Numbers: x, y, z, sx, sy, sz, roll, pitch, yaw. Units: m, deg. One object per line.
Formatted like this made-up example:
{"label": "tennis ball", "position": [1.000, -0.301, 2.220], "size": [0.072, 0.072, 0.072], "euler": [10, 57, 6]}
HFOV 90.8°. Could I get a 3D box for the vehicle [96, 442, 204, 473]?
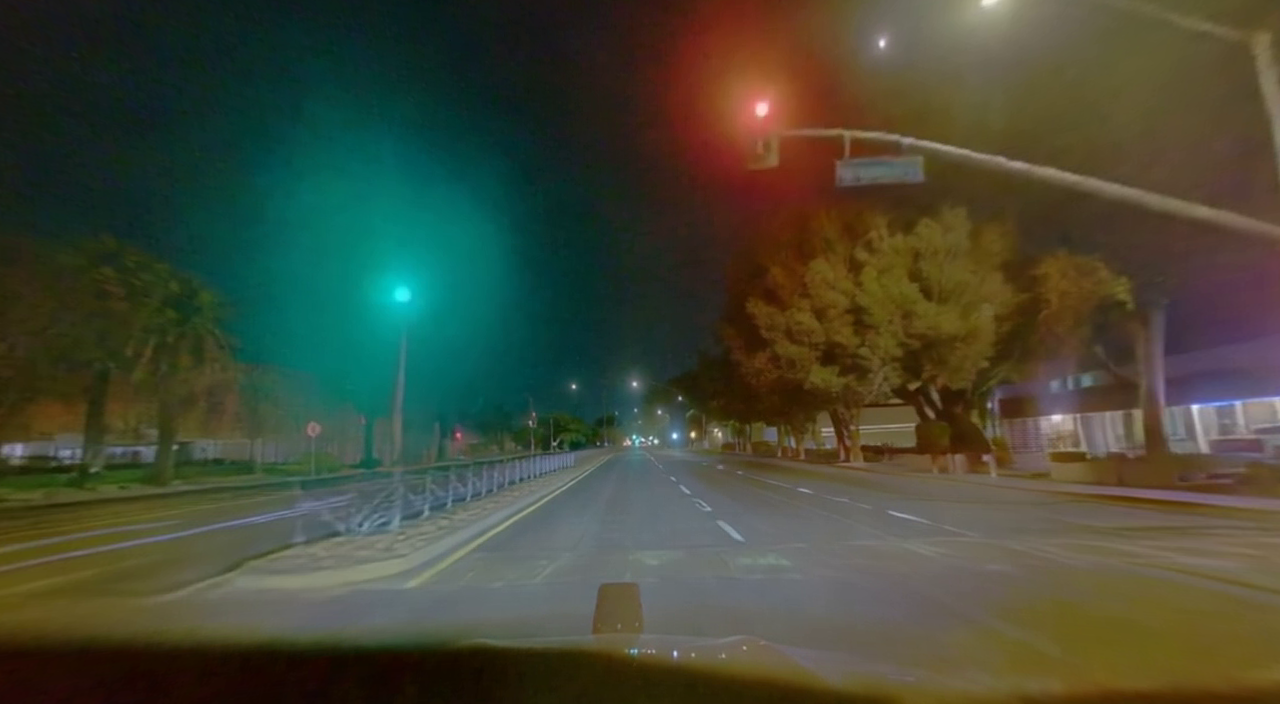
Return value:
{"label": "vehicle", "position": [-32.000, 6.885, 41.335], "size": [5.196, 1.936, 2.247], "euler": [-1, -9, 2]}
